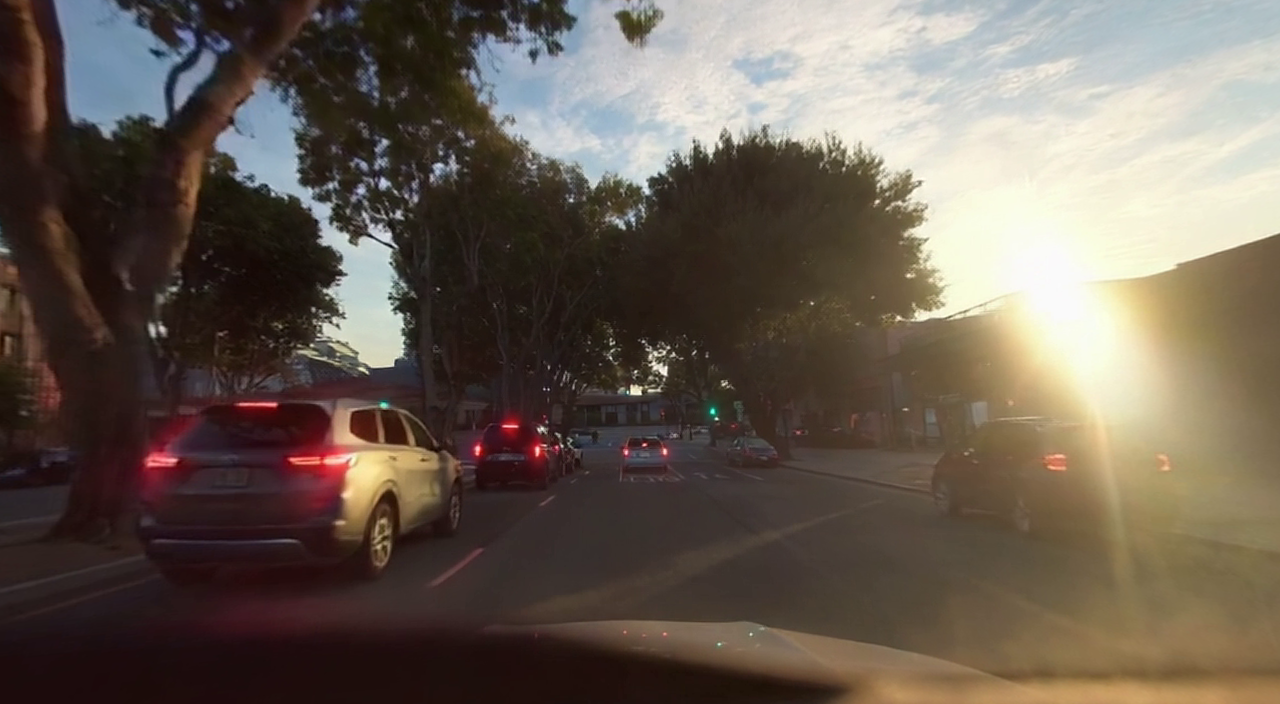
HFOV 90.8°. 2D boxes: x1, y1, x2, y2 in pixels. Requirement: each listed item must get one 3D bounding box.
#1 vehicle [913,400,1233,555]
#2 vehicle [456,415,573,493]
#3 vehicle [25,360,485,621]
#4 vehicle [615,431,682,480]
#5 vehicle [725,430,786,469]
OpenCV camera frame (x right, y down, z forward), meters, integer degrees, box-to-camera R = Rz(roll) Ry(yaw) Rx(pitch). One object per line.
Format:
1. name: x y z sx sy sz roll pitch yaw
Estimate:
1. vehicle: 6.445 1.914 10.264 1.997 1.943 4.409 0 -8 0
2. vehicle: -3.469 2.956 18.623 2.487 1.978 4.628 0 -8 0
3. vehicle: -3.496 1.389 7.261 2.223 1.957 4.845 0 -8 0
4. vehicle: 0.195 3.698 22.716 2.201 1.589 3.843 0 -8 -2
5. vehicle: 6.071 5.232 33.944 2.300 1.903 4.579 0 -8 -1
